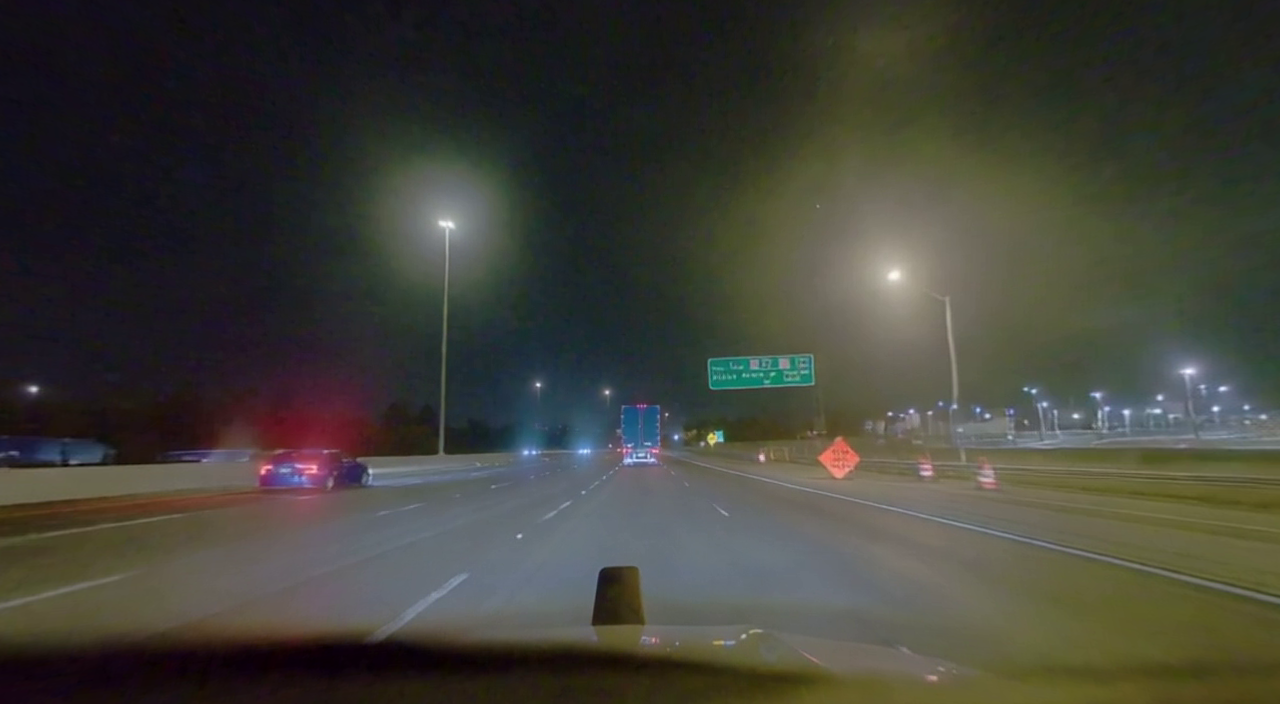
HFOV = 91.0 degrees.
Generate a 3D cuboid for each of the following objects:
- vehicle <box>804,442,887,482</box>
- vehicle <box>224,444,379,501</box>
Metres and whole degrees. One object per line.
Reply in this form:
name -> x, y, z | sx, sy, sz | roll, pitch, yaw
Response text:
vehicle -> 9.621, 5.196, 30.030 | 2.065, 1.698, 4.882 | 0, -9, -3
vehicle -> -10.390, 3.713, 19.913 | 2.096, 1.538, 4.998 | 0, -9, 0
